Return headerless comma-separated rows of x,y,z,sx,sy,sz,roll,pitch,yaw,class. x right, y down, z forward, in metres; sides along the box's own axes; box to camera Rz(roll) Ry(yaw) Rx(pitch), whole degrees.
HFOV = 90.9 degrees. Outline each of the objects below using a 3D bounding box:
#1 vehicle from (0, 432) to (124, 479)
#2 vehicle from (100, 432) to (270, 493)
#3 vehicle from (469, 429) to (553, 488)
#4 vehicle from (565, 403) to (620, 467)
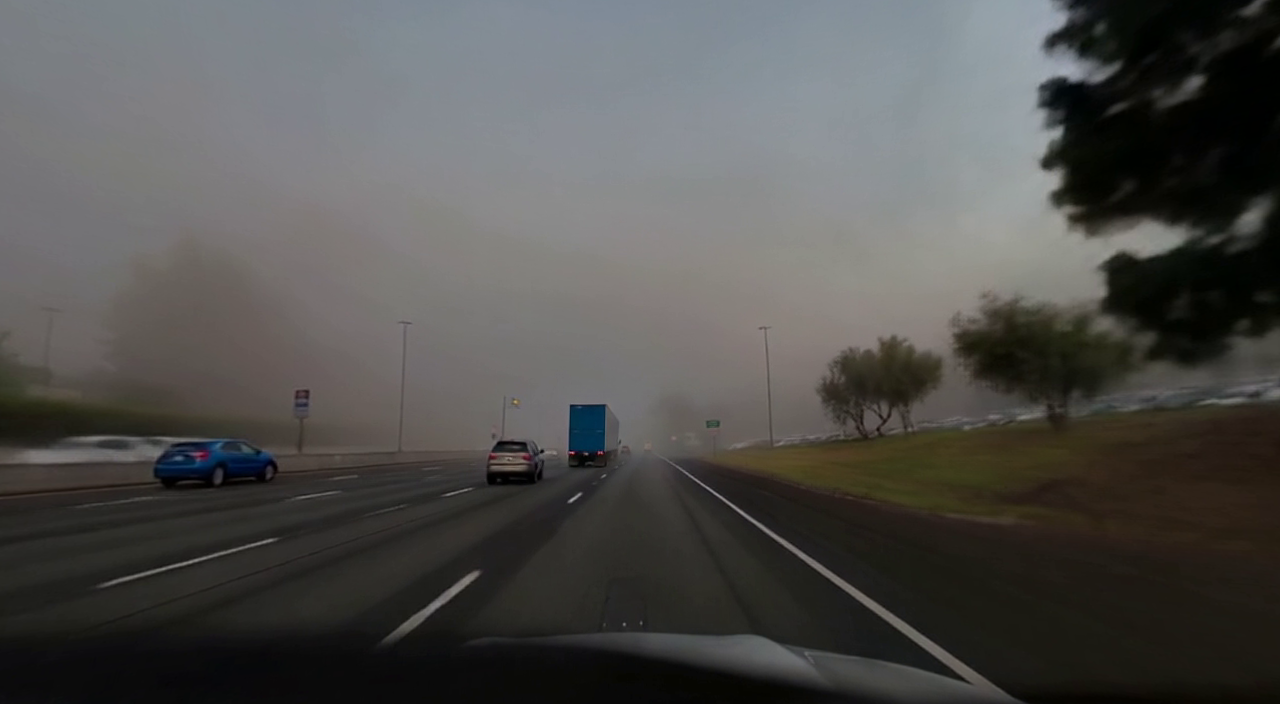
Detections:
-21.687,3.718,22.912,1.892,1.510,4.565,0,-8,1,vehicle
-14.266,3.463,20.191,1.997,1.695,4.492,0,-8,1,vehicle
-4.418,3.717,22.292,2.058,1.840,4.443,0,-8,0,vehicle
-3.251,6.257,46.767,2.905,4.037,12.921,0,-8,1,vehicle
